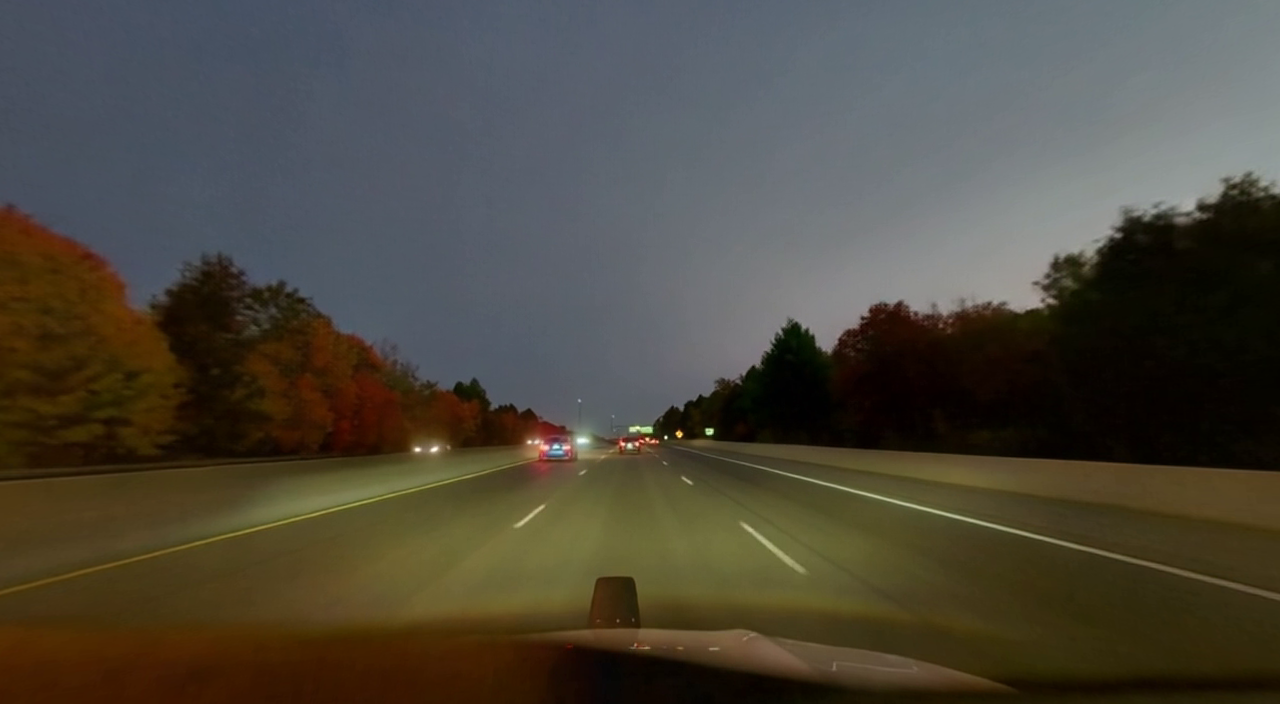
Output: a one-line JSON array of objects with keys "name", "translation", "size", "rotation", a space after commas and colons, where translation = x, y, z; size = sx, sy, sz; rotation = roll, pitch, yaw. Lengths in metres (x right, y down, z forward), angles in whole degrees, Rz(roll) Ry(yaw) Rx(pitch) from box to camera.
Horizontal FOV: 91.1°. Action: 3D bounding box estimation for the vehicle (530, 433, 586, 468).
[{"name": "vehicle", "translation": [-3.803, 4.654, 30.013], "size": [2.103, 1.507, 4.367], "rotation": [0, -8, 0]}]
